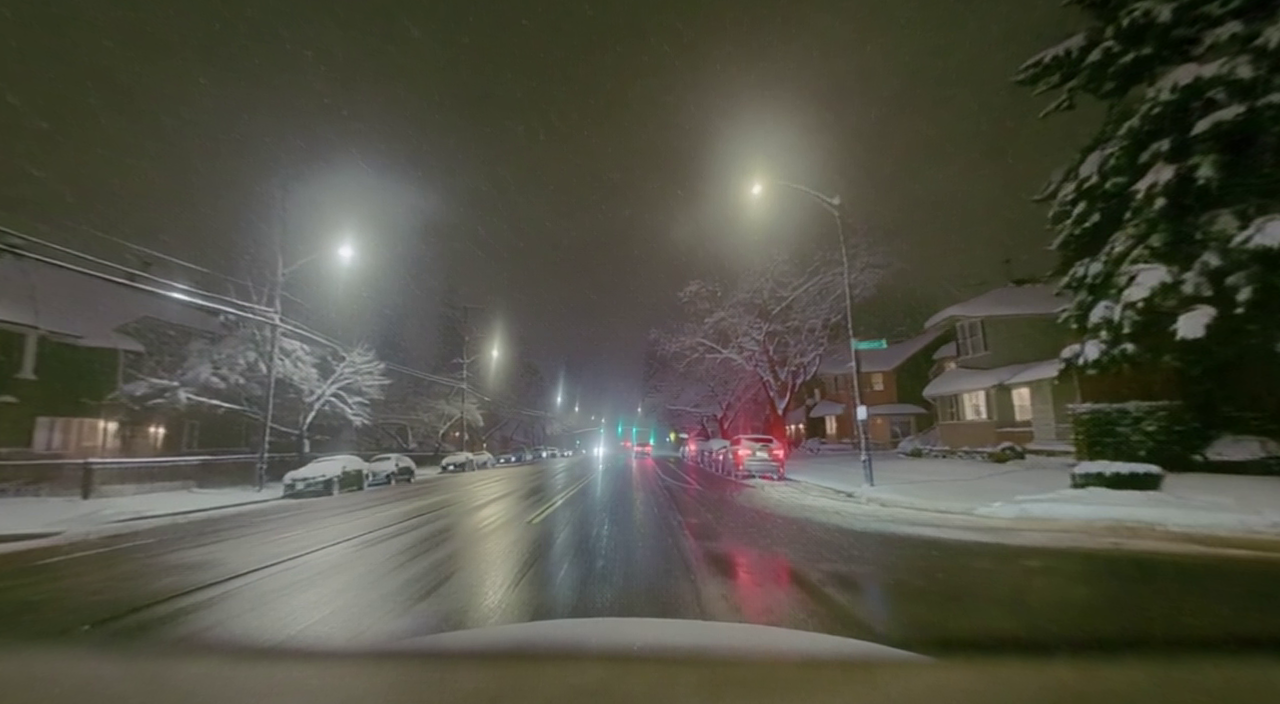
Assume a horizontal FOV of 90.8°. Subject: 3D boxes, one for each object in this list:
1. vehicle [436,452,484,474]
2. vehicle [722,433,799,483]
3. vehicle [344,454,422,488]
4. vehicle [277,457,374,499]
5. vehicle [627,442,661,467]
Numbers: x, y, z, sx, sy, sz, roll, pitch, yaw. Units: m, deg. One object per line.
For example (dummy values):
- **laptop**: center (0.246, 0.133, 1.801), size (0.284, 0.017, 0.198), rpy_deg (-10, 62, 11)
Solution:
- **vehicle**: center (-12.924, 7.984, 45.677), size (1.969, 1.490, 4.675), rpy_deg (0, -9, 1)
- **vehicle**: center (4.794, 4.296, 25.867), size (2.022, 1.799, 5.105), rpy_deg (0, -9, -1)
- **vehicle**: center (-12.775, 5.921, 31.786), size (1.880, 1.523, 4.833), rpy_deg (0, -9, 1)
- **vehicle**: center (-12.868, 5.147, 26.177), size (1.834, 1.467, 4.357), rpy_deg (0, -9, -1)
- **vehicle**: center (0.192, 6.356, 39.448), size (2.022, 1.471, 3.973), rpy_deg (0, -9, -1)
